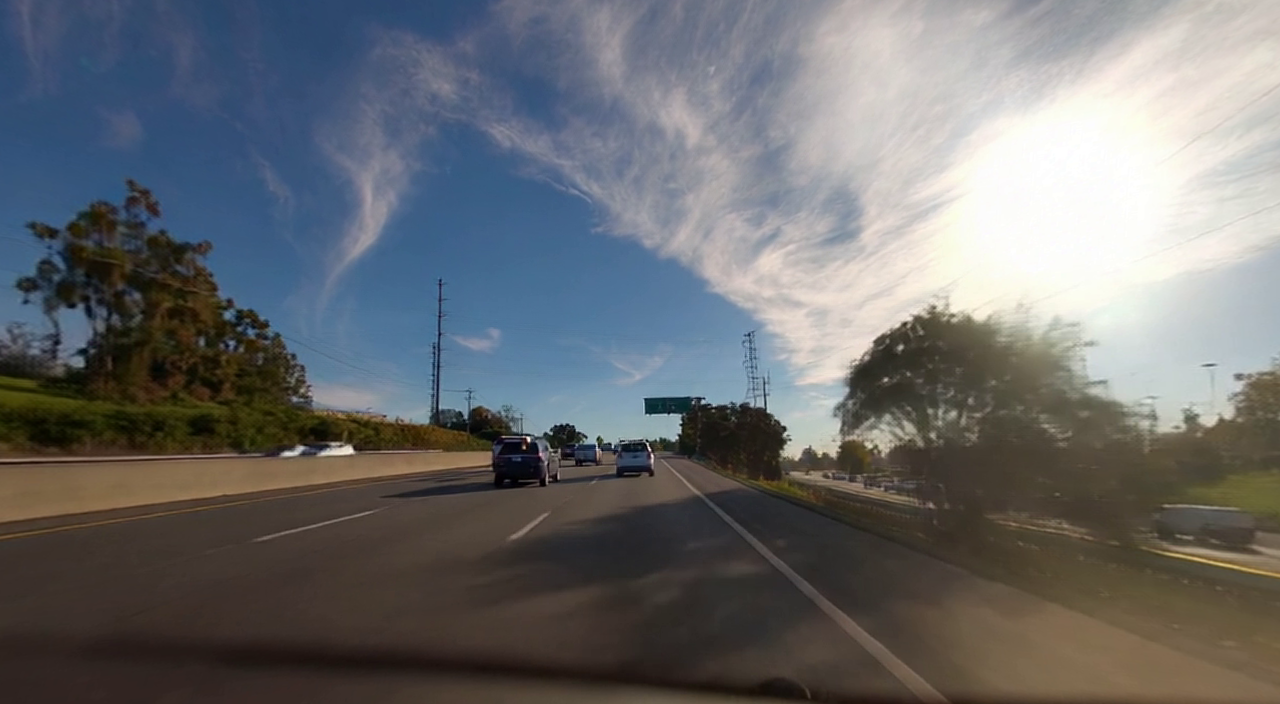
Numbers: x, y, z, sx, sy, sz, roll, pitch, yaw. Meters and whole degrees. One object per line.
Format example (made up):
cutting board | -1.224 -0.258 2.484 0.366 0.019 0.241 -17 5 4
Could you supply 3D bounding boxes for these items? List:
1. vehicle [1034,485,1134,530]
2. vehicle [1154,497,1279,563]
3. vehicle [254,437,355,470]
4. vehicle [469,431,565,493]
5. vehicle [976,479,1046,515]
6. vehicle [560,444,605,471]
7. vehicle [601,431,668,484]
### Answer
vehicle | 21.682 7.583 31.058 1.820 1.768 4.621 -2 -10 6
vehicle | 19.861 5.876 21.204 1.832 1.624 4.158 -1 -8 4
vehicle | -20.696 6.310 39.396 2.422 1.899 6.624 -1 -8 2
vehicle | -3.797 3.501 20.372 2.104 1.754 4.515 0 -8 1
vehicle | 21.891 8.521 37.394 1.826 1.625 4.758 -1 -8 8
vehicle | -3.296 6.134 36.838 2.092 1.464 4.466 0 -8 2
vehicle | -0.169 3.971 24.012 2.319 1.813 4.274 0 -8 1
